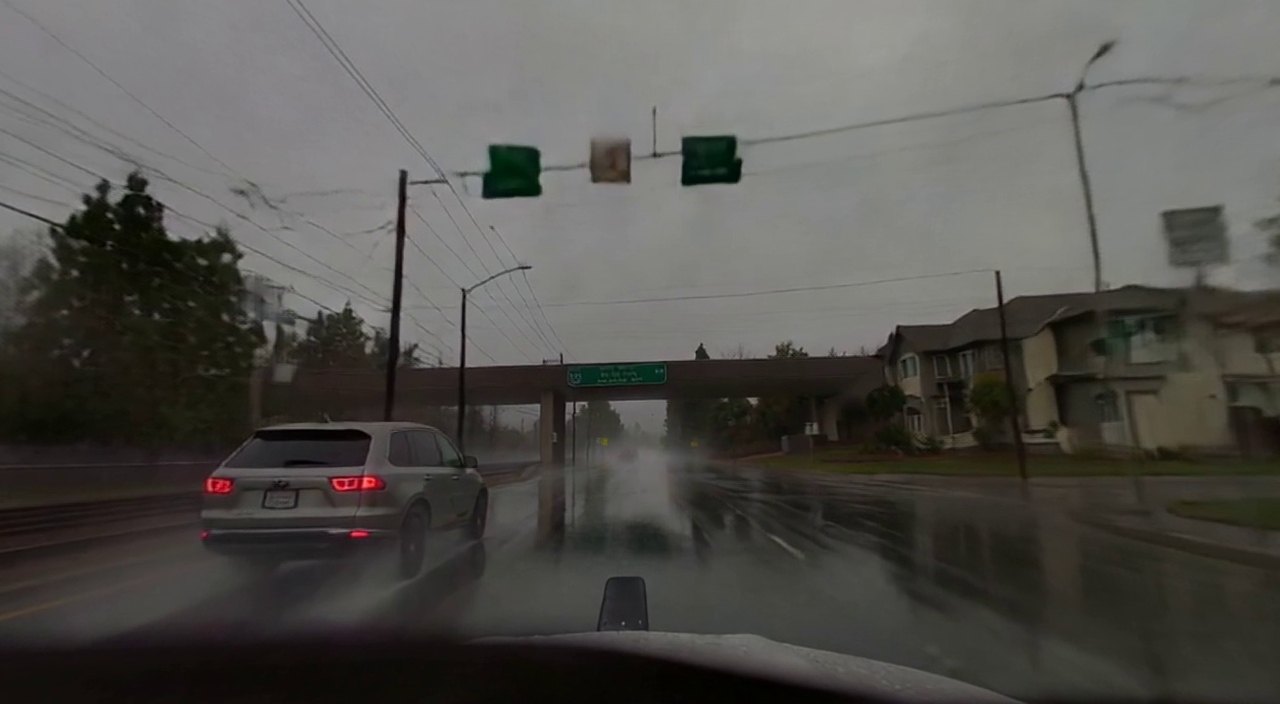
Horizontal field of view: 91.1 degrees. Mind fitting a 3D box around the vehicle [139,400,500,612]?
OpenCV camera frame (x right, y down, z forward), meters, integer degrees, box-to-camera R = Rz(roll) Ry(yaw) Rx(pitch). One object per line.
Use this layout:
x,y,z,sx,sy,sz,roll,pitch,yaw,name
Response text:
-3.097,1.574,7.342,1.882,1.704,4.335,0,-8,1,vehicle
